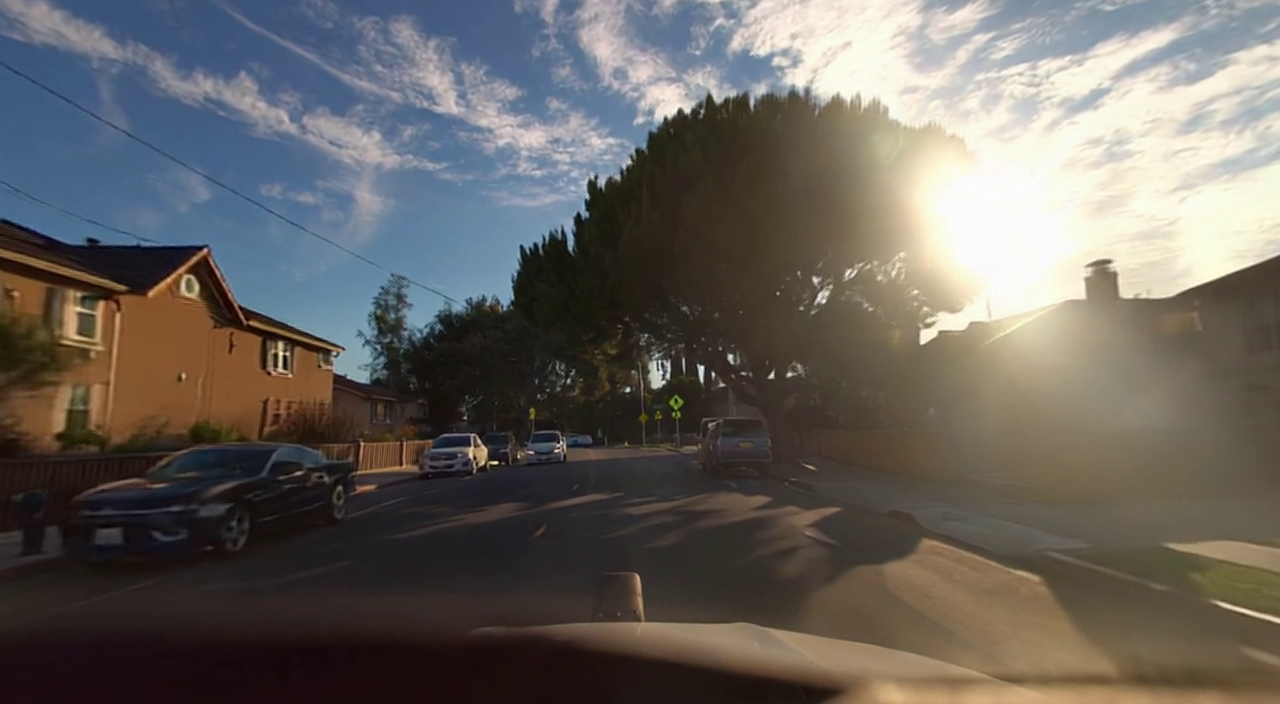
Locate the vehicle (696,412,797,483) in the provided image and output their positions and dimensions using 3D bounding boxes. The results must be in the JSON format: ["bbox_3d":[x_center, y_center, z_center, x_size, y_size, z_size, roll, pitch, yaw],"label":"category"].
[{"bbox_3d":[2.787,2.615,17.629,1.997,1.663,4.544,-1,-7,0],"label":"vehicle"}]

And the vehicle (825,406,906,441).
[{"bbox_3d":[12.814,4.108,35.810,4.184,1.817,2.026,-3,-9,21],"label":"vehicle"}]

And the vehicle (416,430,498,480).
[{"bbox_3d":[-6.284,3.530,22.037,1.842,1.540,3.704,-1,-7,-1],"label":"vehicle"}]

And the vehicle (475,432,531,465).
[{"bbox_3d":[-6.603,4.667,30.825,1.919,1.464,4.155,1,-8,-1],"label":"vehicle"}]

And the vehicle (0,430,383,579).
[{"bbox_3d":[-5.807,1.922,9.319,1.972,1.502,5.530,1,-7,-4],"label":"vehicle"}]
